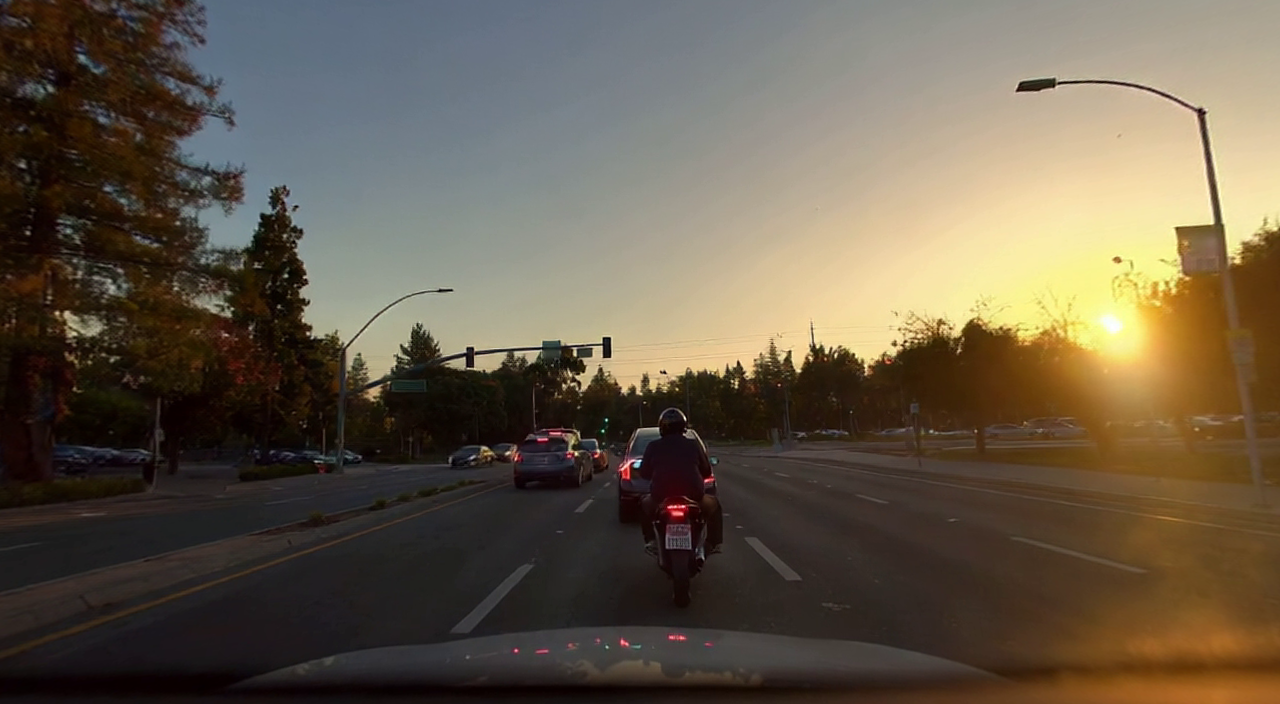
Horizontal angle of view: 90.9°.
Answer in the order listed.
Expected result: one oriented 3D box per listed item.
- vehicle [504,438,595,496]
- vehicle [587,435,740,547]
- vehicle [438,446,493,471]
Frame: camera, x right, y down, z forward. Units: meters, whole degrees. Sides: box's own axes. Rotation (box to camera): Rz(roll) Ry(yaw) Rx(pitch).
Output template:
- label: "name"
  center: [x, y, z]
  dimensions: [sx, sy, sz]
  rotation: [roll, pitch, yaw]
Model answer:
- label: "vehicle"
  center: [-2.533, 3.313, 18.609]
  dimensions: [1.979, 1.499, 3.840]
  rotation: [-1, -8, 2]
- label: "vehicle"
  center: [0.331, 2.171, 10.664]
  dimensions: [2.009, 1.450, 4.608]
  rotation: [-1, -8, 1]
- label: "vehicle"
  center: [-11.047, 6.762, 40.268]
  dimensions: [1.936, 1.425, 4.630]
  rotation: [-1, -8, 4]
